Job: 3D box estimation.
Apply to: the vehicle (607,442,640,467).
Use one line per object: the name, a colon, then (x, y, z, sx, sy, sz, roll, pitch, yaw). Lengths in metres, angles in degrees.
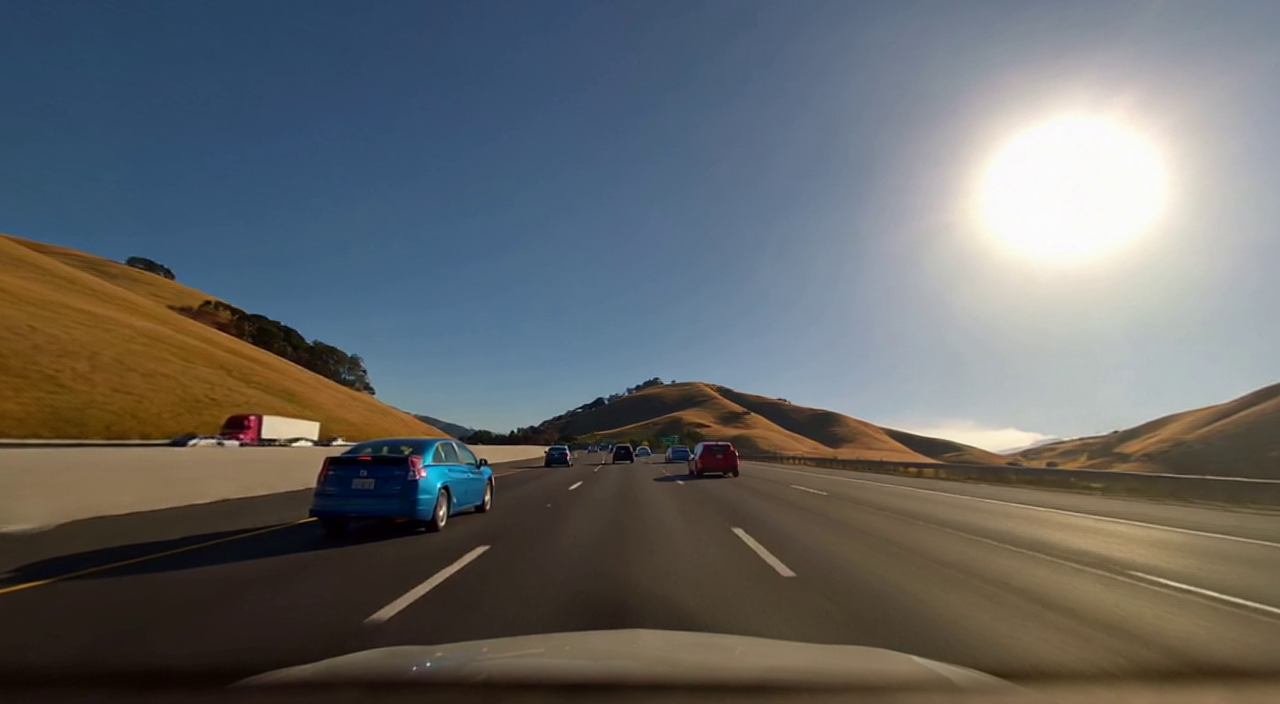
vehicle: (-1.101, 6.944, 42.885, 2.147, 1.572, 4.094, 0, -9, -1)

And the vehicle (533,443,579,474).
vehicle: (-4.226, 5.442, 32.253, 1.796, 1.464, 3.839, 0, -9, 0)

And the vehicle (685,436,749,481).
vehicle: (3.370, 4.757, 28.462, 2.222, 1.820, 4.733, 0, -9, -1)

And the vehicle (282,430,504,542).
vehicle: (-3.840, 2.157, 10.776, 1.993, 1.500, 4.248, 0, -9, 1)
